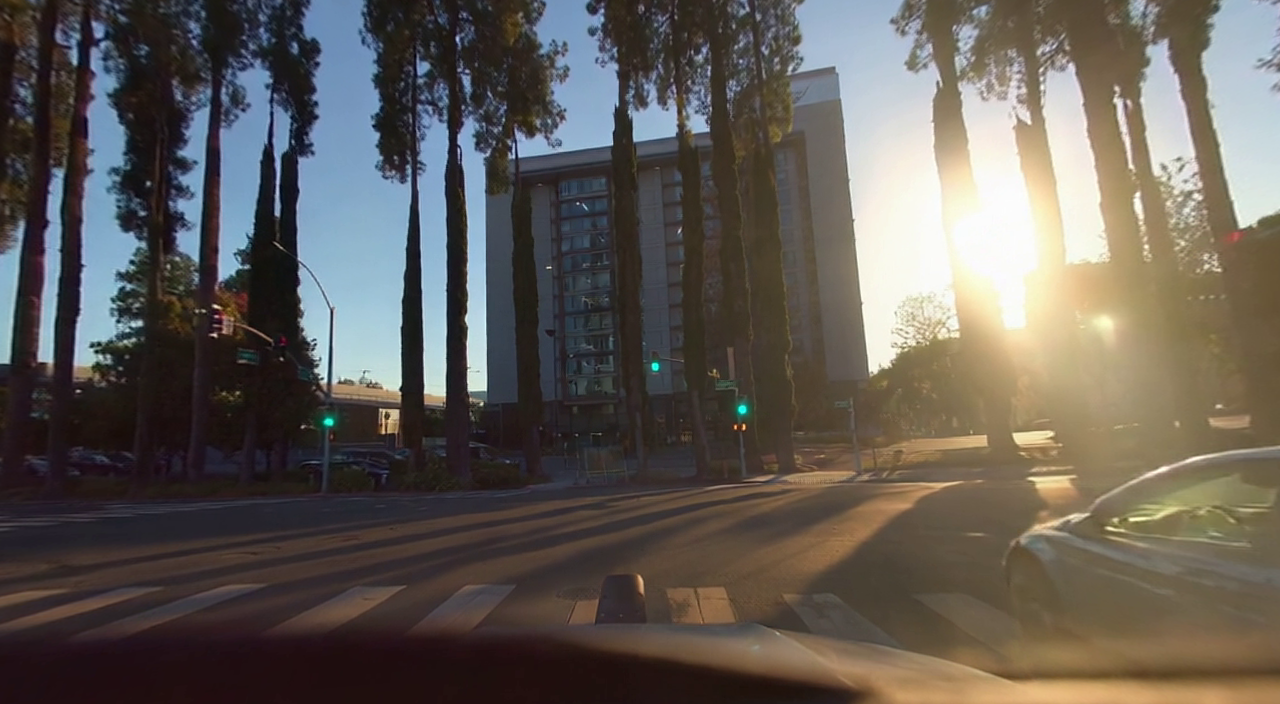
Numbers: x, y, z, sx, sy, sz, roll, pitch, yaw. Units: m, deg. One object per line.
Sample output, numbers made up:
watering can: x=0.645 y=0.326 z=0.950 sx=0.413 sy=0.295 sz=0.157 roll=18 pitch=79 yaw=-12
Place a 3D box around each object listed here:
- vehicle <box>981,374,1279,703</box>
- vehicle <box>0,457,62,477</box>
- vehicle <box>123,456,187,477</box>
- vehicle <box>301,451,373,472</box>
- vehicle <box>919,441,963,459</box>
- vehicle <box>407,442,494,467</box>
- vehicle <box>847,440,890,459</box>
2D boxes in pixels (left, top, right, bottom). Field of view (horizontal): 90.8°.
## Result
vehicle: x=3.304 y=0.828 z=2.158 sx=1.903 sy=1.529 sz=4.254 roll=0 pitch=-9 yaw=0
vehicle: x=-46.228 y=8.690 z=47.864 sx=1.627 sy=1.392 sz=3.330 roll=0 pitch=-9 yaw=-1
vehicle: x=-36.373 y=8.583 z=47.503 sx=1.709 sy=1.410 sz=3.945 roll=0 pitch=-9 yaw=-1
vehicle: x=-21.778 y=7.875 z=45.570 sx=4.207 sy=1.508 sz=1.875 roll=0 pitch=-9 yaw=2
vehicle: x=23.680 y=7.768 z=49.877 sx=1.817 sy=1.361 sz=3.253 roll=0 pitch=-9 yaw=-1
vehicle: x=-14.715 y=7.978 z=49.305 sx=6.021 sy=1.868 sz=2.172 roll=0 pitch=-9 yaw=1
vehicle: x=17.999 y=7.713 z=49.870 sx=1.970 sy=1.449 sz=3.604 roll=0 pitch=-9 yaw=0
